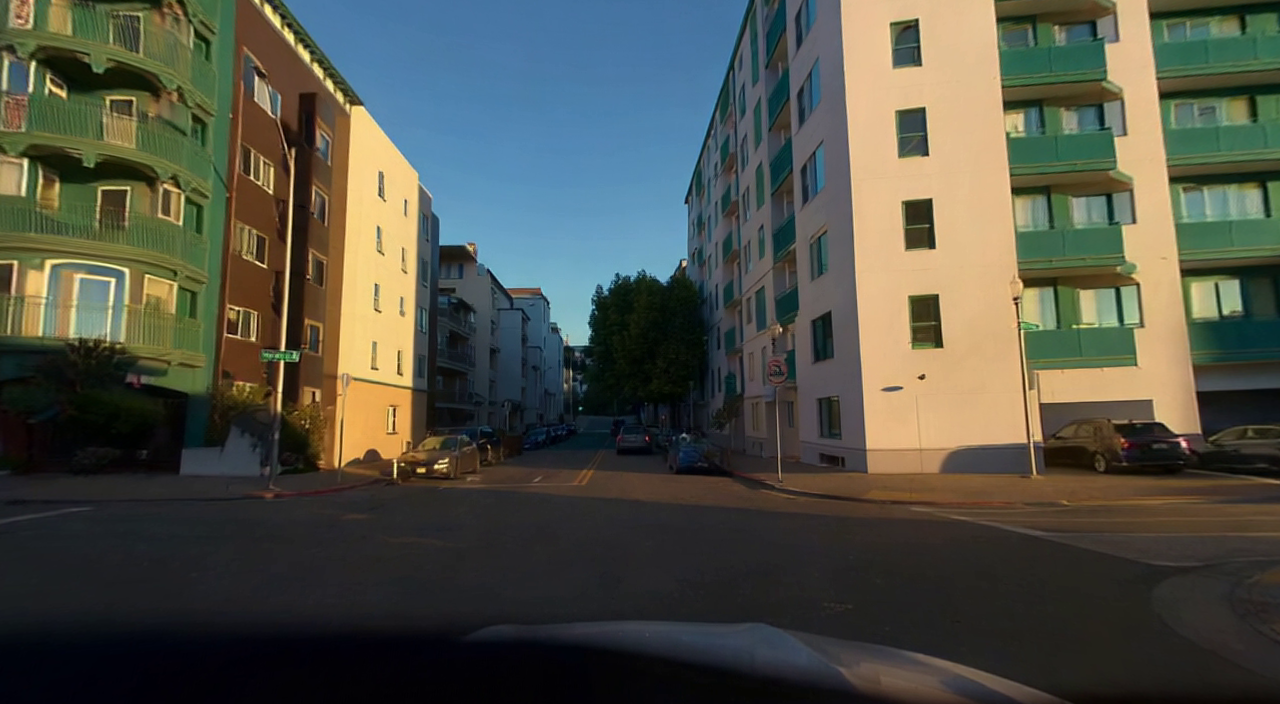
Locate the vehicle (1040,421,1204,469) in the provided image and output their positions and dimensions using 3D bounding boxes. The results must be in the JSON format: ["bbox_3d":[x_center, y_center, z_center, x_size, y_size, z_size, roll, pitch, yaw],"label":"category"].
[{"bbox_3d":[15.278,2.965,20.132,3.752,1.453,1.709,0,-9,2],"label":"vehicle"}]

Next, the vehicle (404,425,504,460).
[{"bbox_3d":[-11.445,5.588,38.870,5.540,1.950,2.113,4,-12,-28],"label":"vehicle"}]

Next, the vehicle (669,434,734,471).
[{"bbox_3d":[2.528,4.297,27.100,2.290,1.456,4.503,0,-9,-1],"label":"vehicle"}]

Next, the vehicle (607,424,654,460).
[{"bbox_3d":[-0.508,4.924,34.428,2.412,1.834,4.636,0,-8,-1],"label":"vehicle"}]
